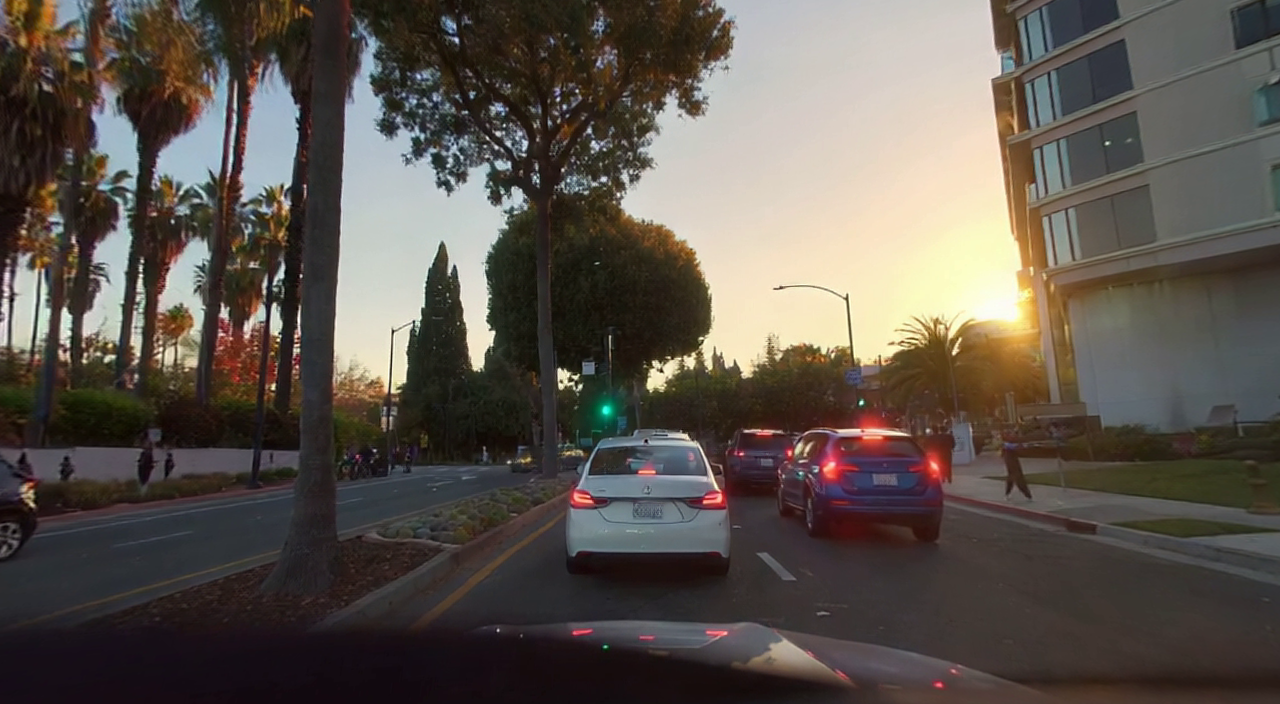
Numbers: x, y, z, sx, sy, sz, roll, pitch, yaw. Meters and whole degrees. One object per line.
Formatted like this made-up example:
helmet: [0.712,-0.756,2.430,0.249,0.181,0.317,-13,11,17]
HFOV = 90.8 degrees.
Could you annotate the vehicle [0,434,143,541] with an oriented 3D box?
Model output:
vehicle: [-13.057,2.718,12.293,2.240,1.964,5.707,-6,-8,0]

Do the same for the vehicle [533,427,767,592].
vehicle: [0.133,1.714,7.715,2.088,1.452,3.993,0,-8,1]

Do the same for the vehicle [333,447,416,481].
vehicle: [-13.176,5.566,31.723,1.965,1.507,4.725,-1,-8,2]

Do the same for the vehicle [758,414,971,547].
vehicle: [3.374,2.020,10.564,2.003,1.733,4.319,0,-8,1]
